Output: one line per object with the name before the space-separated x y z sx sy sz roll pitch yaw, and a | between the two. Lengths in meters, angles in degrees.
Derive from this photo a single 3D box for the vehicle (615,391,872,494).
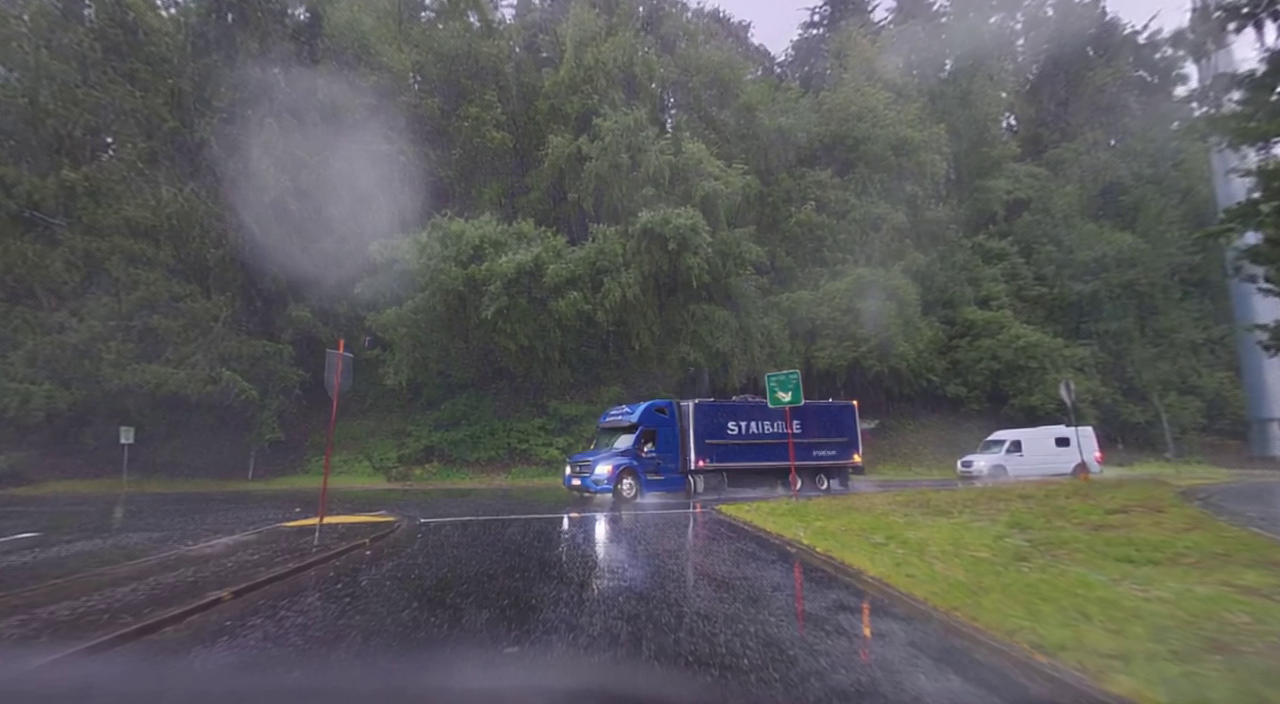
vehicle | 4.099 3.586 25.011 9.765 3.622 2.740 3 -9 -18

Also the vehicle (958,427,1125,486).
vehicle | 17.479 4.555 27.595 5.923 2.424 2.247 1 -9 -8

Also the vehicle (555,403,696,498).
vehicle | -0.601 3.630 23.378 4.552 3.175 2.847 3 -9 -18
